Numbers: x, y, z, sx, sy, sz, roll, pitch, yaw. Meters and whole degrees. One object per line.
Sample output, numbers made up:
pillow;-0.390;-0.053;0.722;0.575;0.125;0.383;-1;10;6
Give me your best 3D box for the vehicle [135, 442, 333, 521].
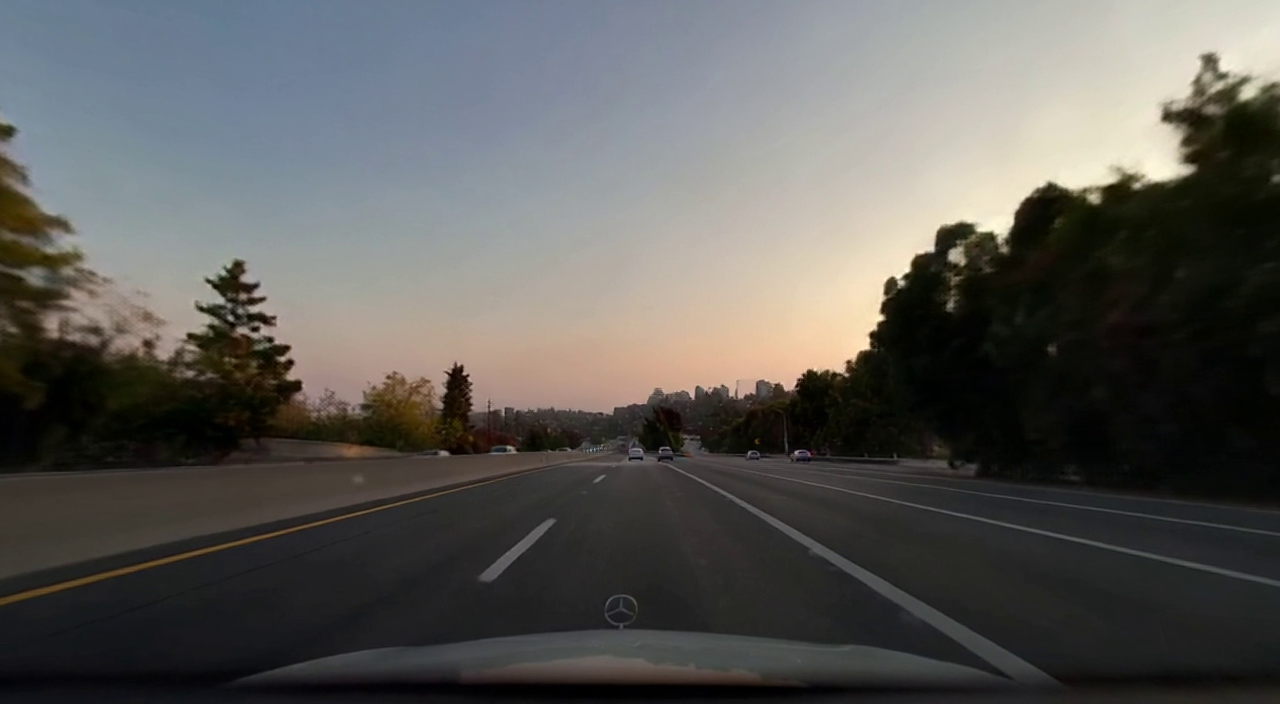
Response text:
vehicle;-10.111;3.196;16.313;1.998;1.682;4.658;0;-8;0
